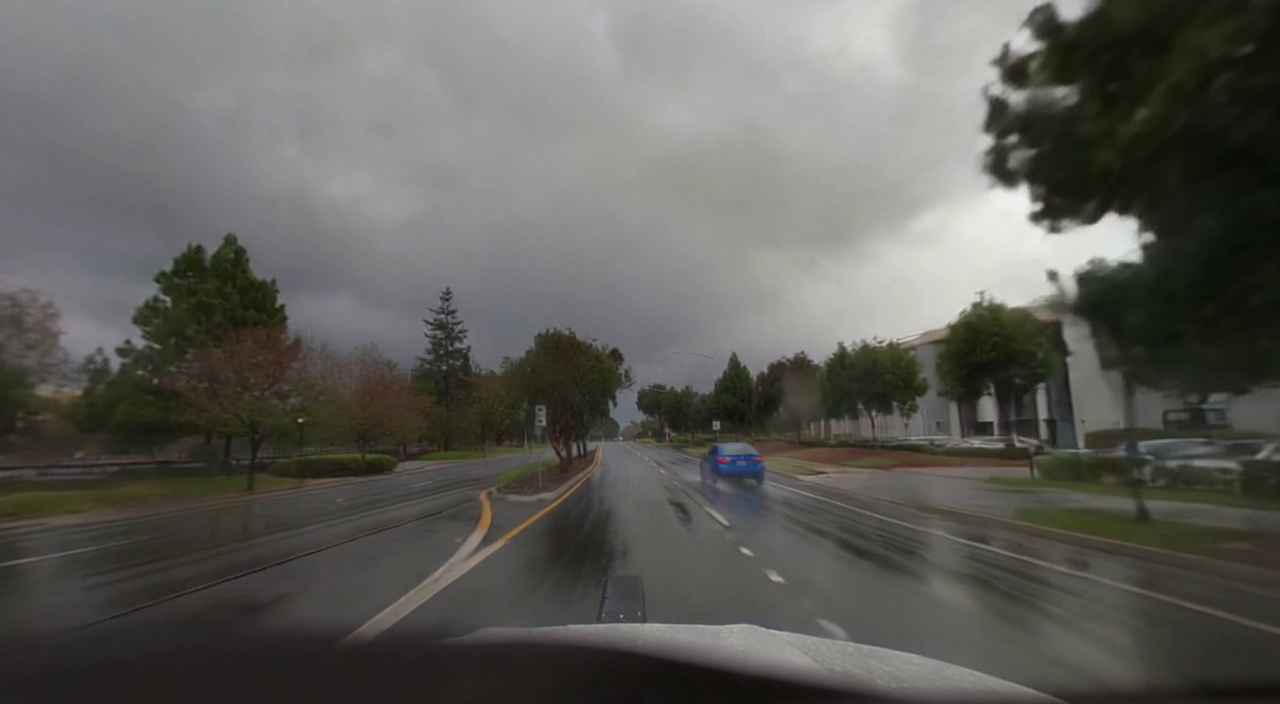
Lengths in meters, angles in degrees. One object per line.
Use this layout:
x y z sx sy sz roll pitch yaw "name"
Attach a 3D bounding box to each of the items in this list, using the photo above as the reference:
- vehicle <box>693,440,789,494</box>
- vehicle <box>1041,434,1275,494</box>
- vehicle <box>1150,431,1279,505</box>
3.031 3.568 20.031 2.114 1.493 4.430 0 -9 -3 "vehicle"
20.436 4.447 25.245 6.861 1.821 2.768 -3 -9 -1 "vehicle"
19.983 3.458 19.492 6.229 1.865 2.595 -4 -15 -6 "vehicle"
